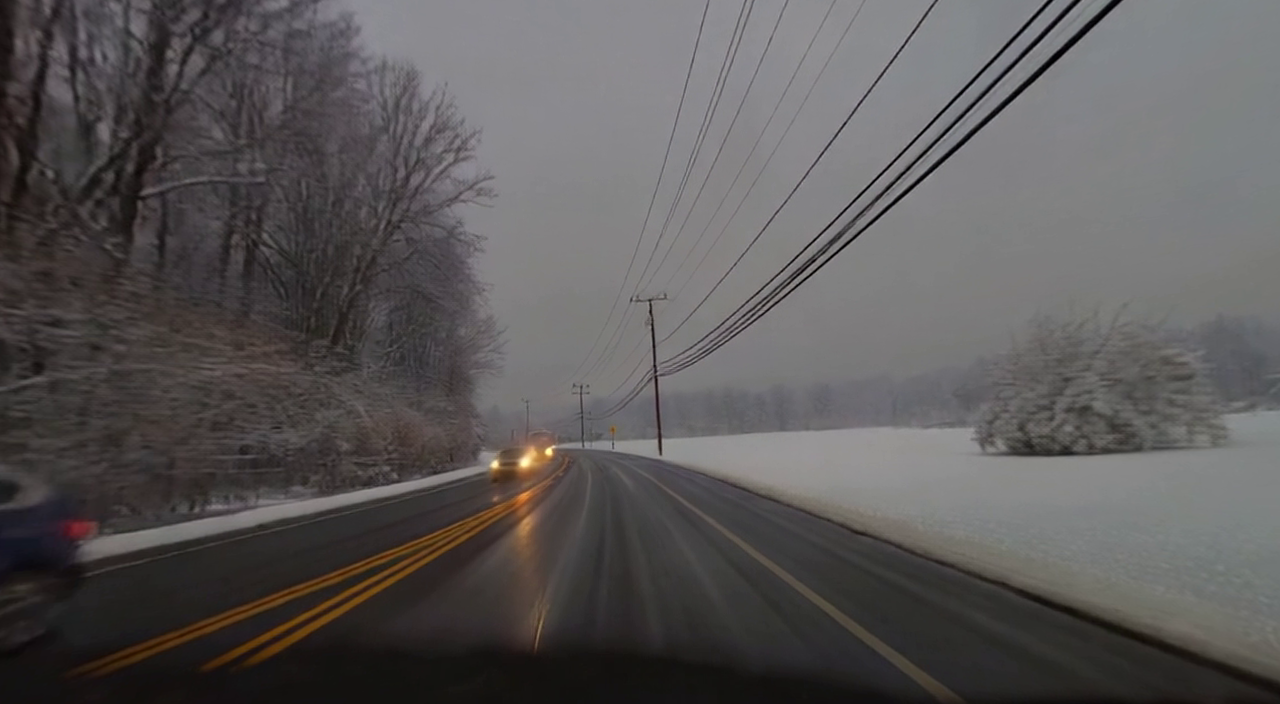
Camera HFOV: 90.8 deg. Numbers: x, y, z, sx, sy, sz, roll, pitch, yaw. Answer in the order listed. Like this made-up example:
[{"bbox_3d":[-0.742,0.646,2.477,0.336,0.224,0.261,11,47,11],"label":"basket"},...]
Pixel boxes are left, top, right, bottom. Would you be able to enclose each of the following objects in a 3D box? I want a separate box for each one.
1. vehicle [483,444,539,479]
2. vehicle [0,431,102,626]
[{"bbox_3d":[-5.998,5.113,29.914,1.950,1.522,4.180,0,-8,-3],"label":"vehicle"},{"bbox_3d":[-6.555,1.294,4.018,2.099,1.640,4.555,0,-9,2],"label":"vehicle"}]
